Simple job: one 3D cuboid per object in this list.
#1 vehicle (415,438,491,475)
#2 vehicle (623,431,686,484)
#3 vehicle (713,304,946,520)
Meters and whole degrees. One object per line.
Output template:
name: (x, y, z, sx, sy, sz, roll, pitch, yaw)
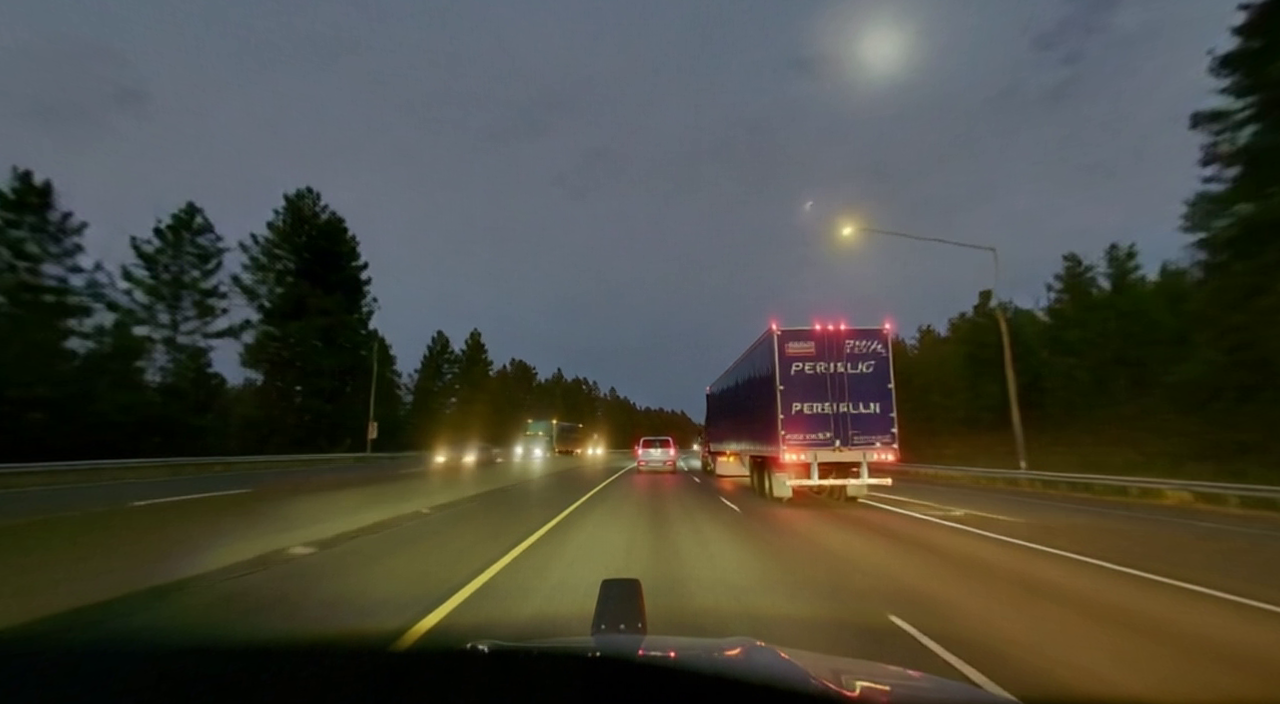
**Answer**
vehicle: (-8.701, 4.887, 29.786, 2.071, 1.610, 4.399, 0, -8, 2)
vehicle: (0.568, 4.029, 24.422, 2.222, 1.848, 4.610, 0, -8, 2)
vehicle: (4.554, 2.349, 20.437, 2.899, 4.160, 16.621, 0, -9, 2)
